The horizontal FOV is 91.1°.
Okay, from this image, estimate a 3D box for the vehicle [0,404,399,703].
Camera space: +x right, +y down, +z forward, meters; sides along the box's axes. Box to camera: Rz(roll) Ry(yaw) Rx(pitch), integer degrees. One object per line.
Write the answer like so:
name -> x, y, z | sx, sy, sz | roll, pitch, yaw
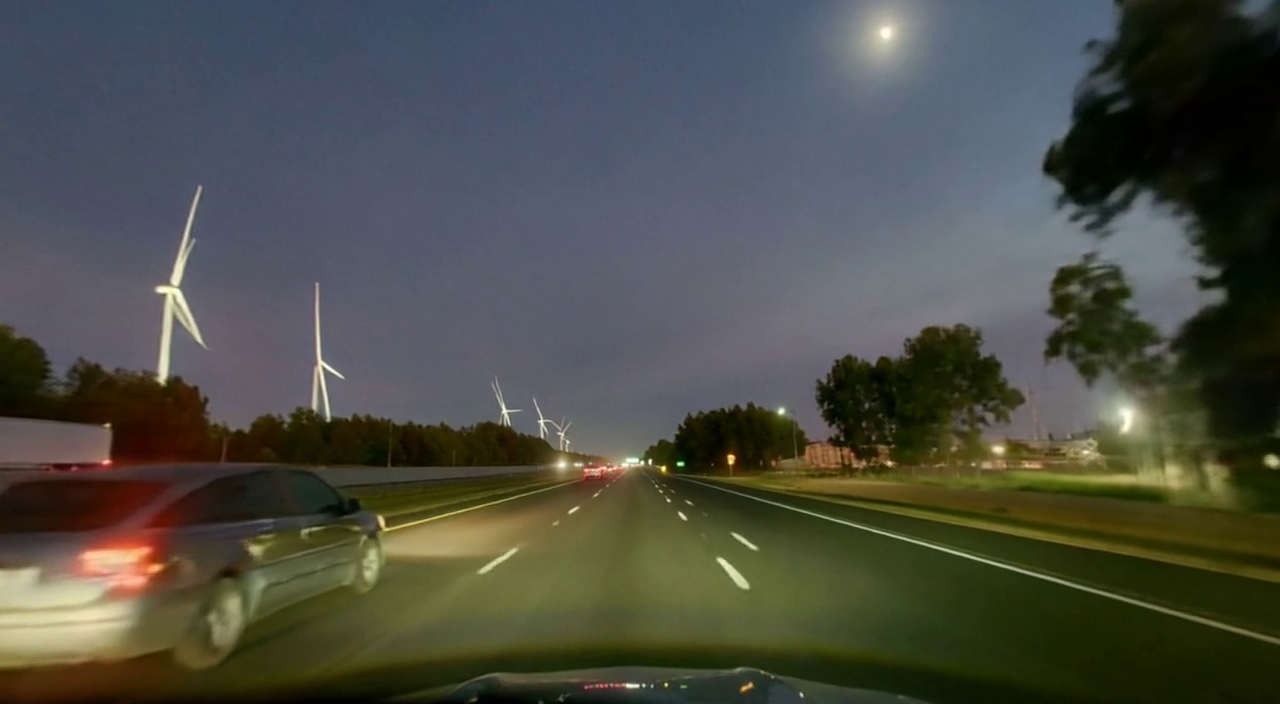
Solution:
vehicle -> -3.408, 1.255, 4.101 | 2.001, 1.486, 4.104 | 1, -10, 0
